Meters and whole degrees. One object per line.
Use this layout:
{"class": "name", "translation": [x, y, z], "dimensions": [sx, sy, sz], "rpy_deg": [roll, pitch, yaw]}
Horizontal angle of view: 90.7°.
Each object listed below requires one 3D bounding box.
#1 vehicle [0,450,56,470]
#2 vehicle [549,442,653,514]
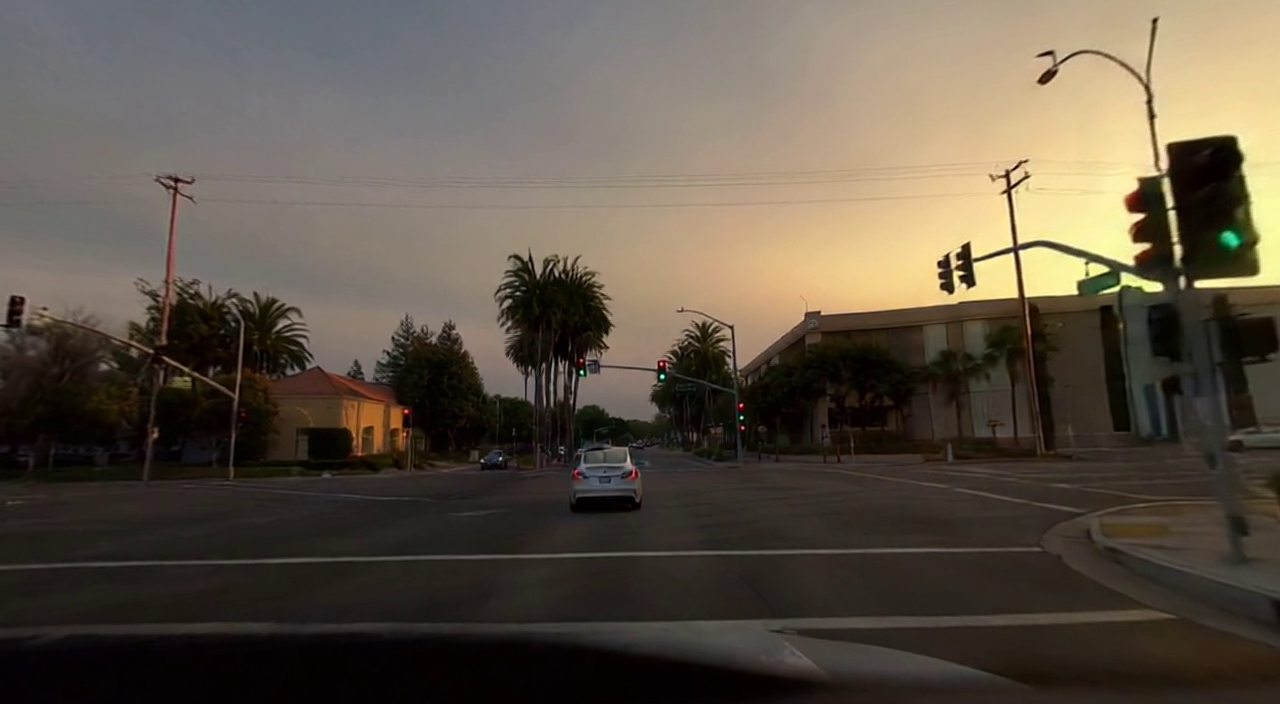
{"class": "vehicle", "translation": [-46.578, 8.182, 48.064], "dimensions": [1.792, 1.458, 4.159], "rpy_deg": [3, -9, -22]}
{"class": "vehicle", "translation": [-0.858, 2.953, 15.351], "dimensions": [2.152, 1.478, 4.229], "rpy_deg": [0, -8, -1]}
